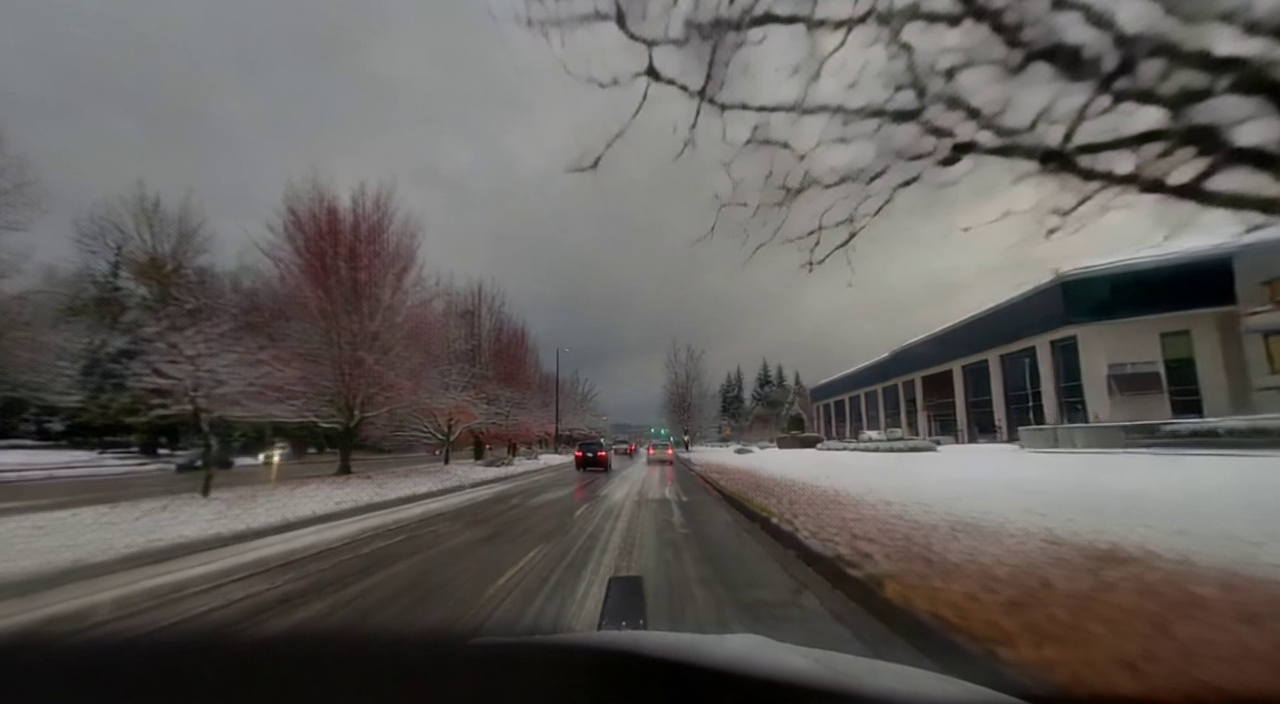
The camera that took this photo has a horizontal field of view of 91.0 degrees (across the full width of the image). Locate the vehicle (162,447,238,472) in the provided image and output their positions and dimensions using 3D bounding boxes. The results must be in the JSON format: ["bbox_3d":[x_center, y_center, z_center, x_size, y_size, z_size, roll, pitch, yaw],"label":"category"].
[{"bbox_3d":[-33.202,8.072,47.679,1.982,1.759,4.837,-1,-8,3],"label":"vehicle"}]

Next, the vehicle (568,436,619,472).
[{"bbox_3d":[-2.313,5.215,32.282,2.197,1.709,4.069,0,-8,1],"label":"vehicle"}]

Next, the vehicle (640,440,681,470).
[{"bbox_3d":[1.089,5.412,33.331,2.040,1.493,3.682,0,-8,1],"label":"vehicle"}]
